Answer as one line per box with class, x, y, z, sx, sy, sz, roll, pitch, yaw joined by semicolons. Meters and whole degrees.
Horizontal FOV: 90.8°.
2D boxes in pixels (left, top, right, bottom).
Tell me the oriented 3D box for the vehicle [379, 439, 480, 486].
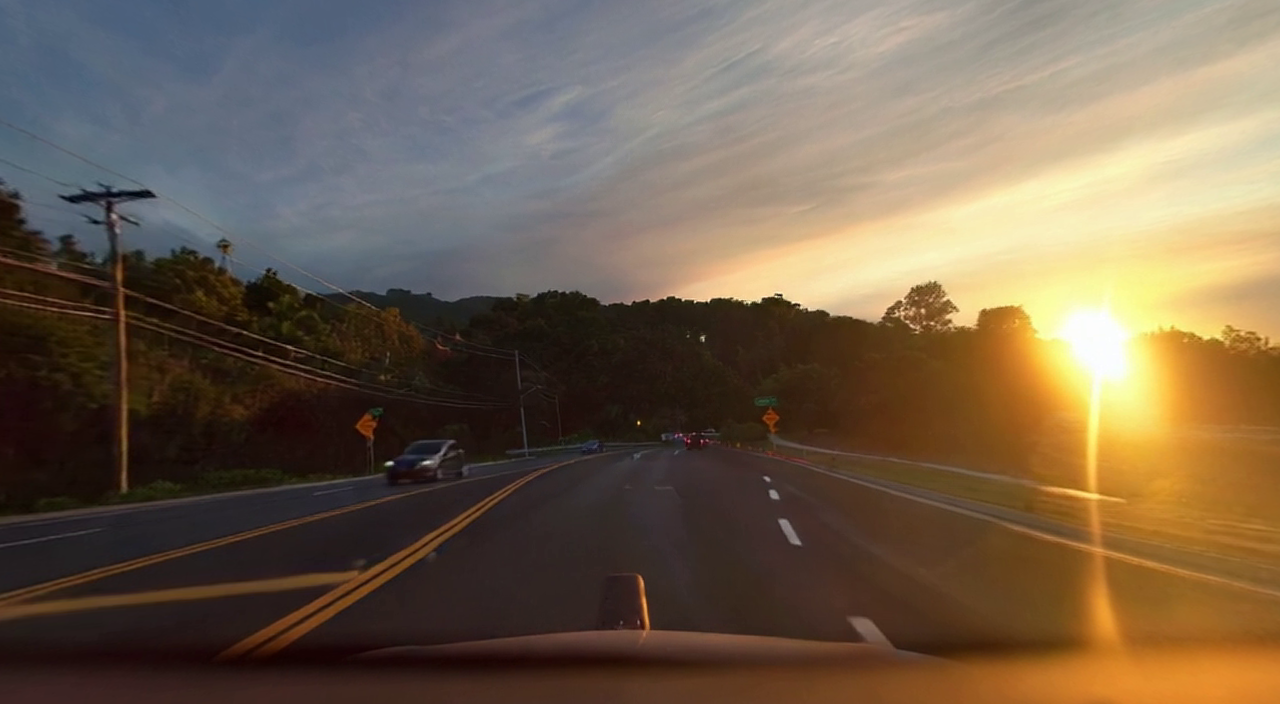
vehicle;-7.257;3.847;22.304;1.909;1.467;4.579;-1;-9;1
